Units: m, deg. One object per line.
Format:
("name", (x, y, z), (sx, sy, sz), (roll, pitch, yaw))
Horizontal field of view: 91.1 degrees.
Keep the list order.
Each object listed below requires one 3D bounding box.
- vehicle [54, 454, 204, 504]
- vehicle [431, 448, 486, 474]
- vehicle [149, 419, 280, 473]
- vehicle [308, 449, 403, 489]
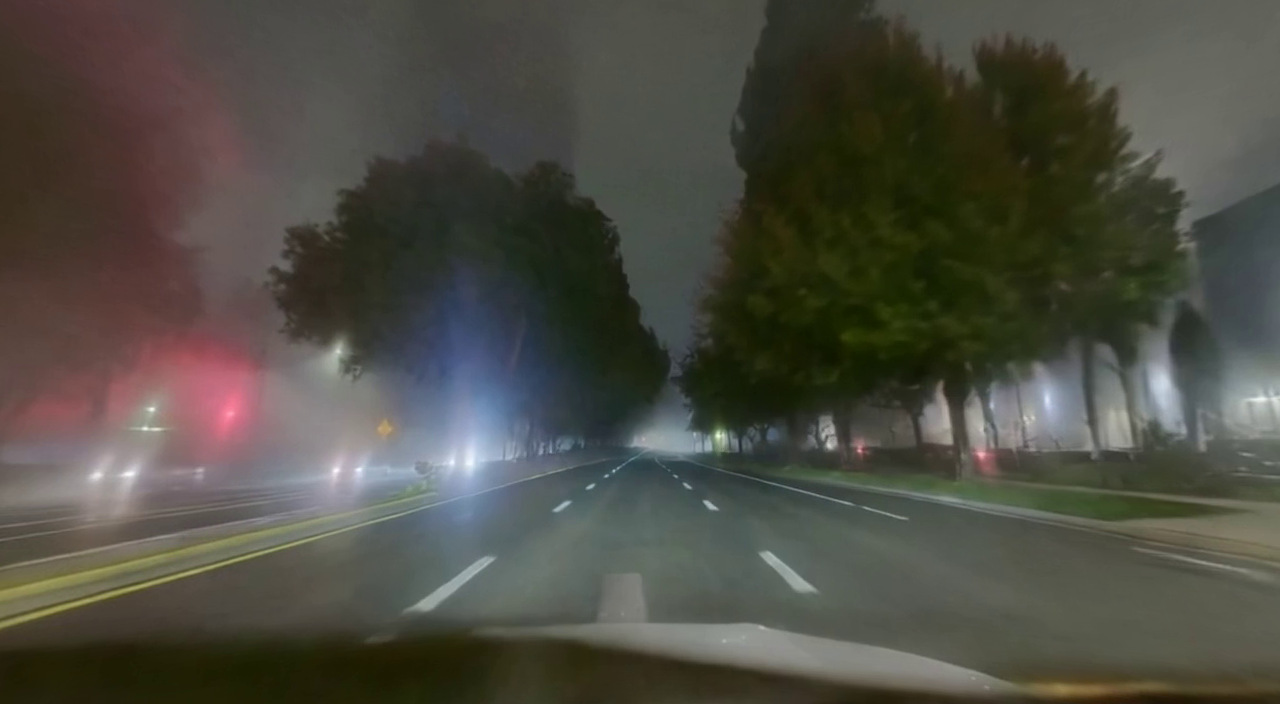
("vehicle", (-18.083, 4.474, 22.532), (1.816, 1.527, 4.226), (0, -9, 0))
("vehicle", (-11.255, 6.748, 39.174), (2.058, 1.453, 4.580), (0, -9, 0))
("vehicle", (-30.574, 6.836, 45.760), (2.818, 3.500, 8.930), (0, -9, 3))
("vehicle", (-11.557, 4.738, 25.881), (1.712, 1.459, 4.614), (0, -9, 1))
